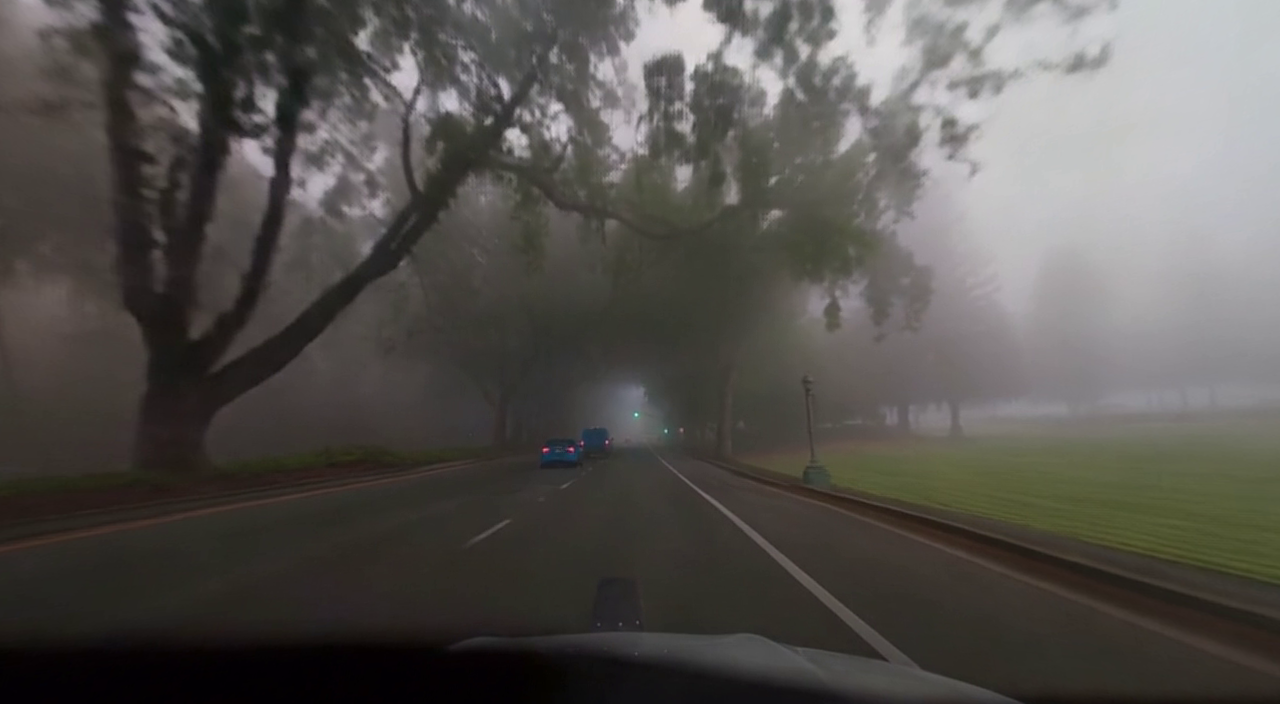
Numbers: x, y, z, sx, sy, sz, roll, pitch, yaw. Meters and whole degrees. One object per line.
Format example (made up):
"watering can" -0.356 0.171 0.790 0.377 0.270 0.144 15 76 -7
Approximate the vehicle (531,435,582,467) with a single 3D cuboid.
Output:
"vehicle" -3.961 4.772 30.591 2.009 1.473 4.028 0 -8 -1
